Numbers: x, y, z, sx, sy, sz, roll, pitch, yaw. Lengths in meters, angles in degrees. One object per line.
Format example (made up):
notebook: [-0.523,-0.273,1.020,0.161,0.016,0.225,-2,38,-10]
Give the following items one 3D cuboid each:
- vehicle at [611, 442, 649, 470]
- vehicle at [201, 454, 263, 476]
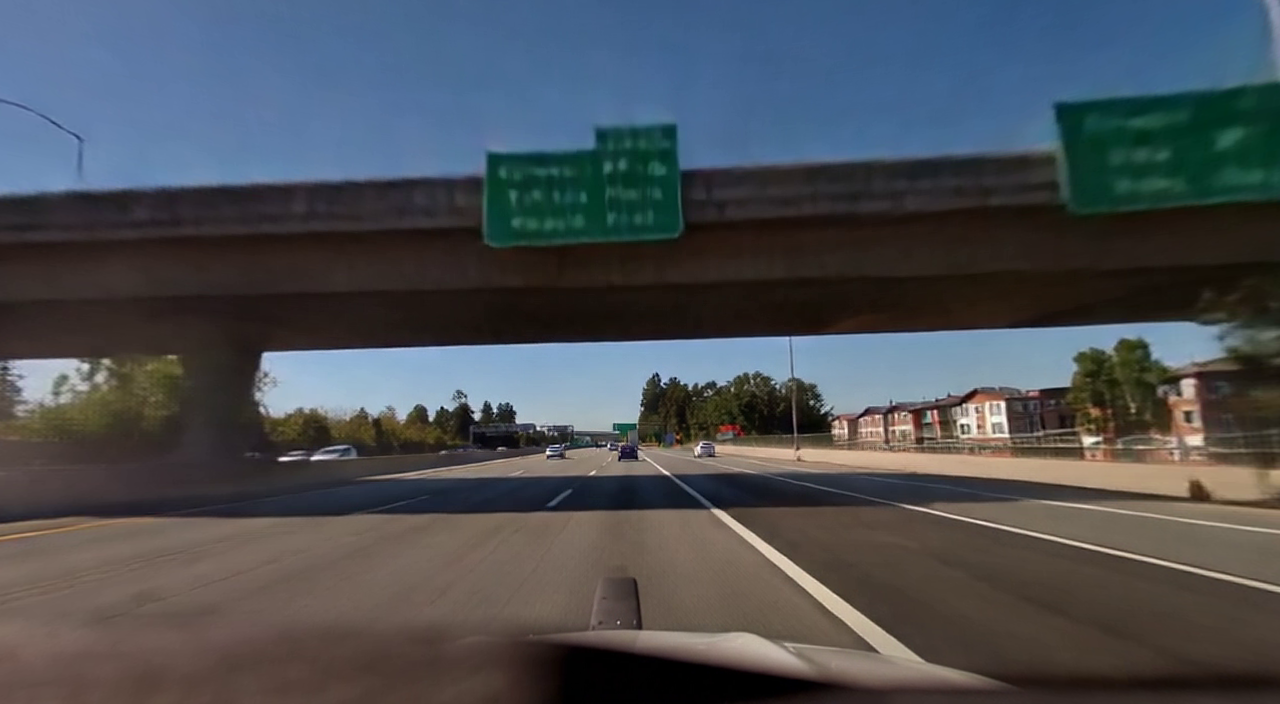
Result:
vehicle: [-0.578,5.899,35.957,2.012,1.471,4.059,0,-8,-2]
vehicle: [-31.778,8.762,49.361,1.843,1.566,4.531,0,-8,-1]
